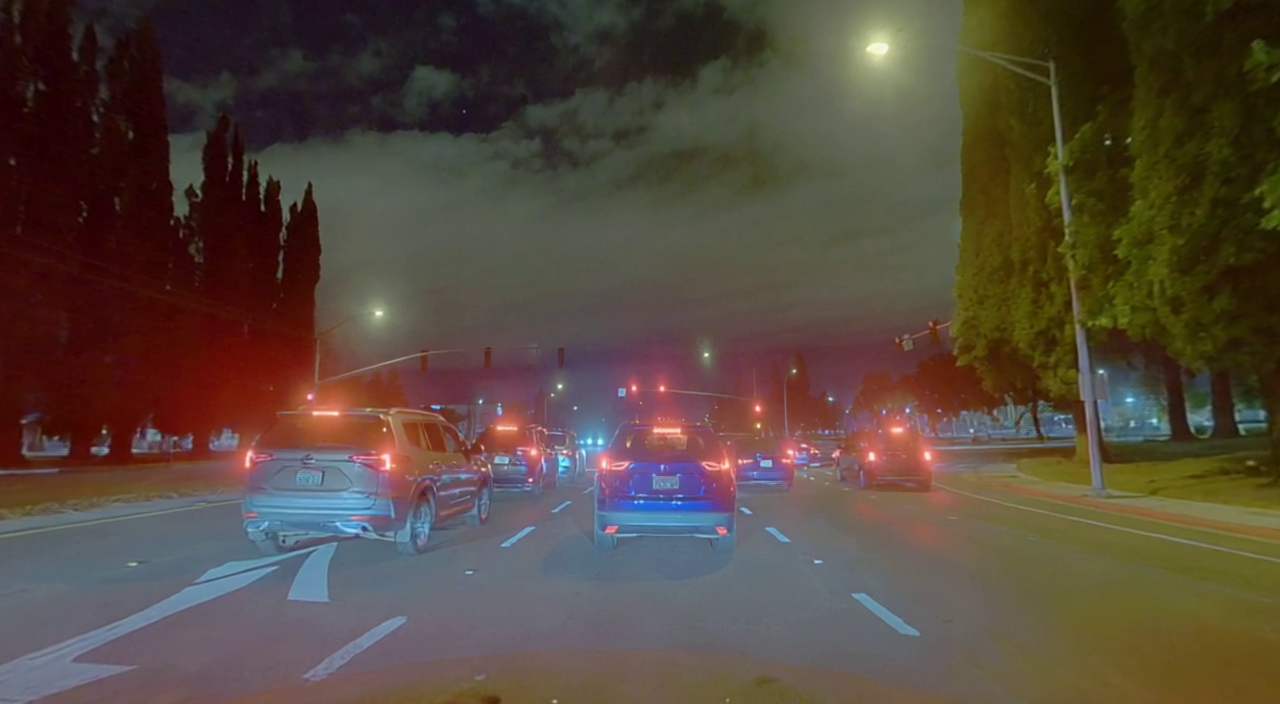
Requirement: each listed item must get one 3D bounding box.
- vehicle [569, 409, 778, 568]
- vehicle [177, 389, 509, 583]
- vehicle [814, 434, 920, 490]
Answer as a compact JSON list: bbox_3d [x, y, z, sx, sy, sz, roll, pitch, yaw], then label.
[{"bbox_3d":[0.375,1.747,8.772,2.189,1.649,4.171,0,-8,1],"label":"vehicle"},{"bbox_3d":[-3.255,1.581,8.169,2.085,1.812,4.388,0,-8,1],"label":"vehicle"},{"bbox_3d":[7.116,3.484,20.260,2.067,1.599,4.251,-1,-8,4],"label":"vehicle"}]
